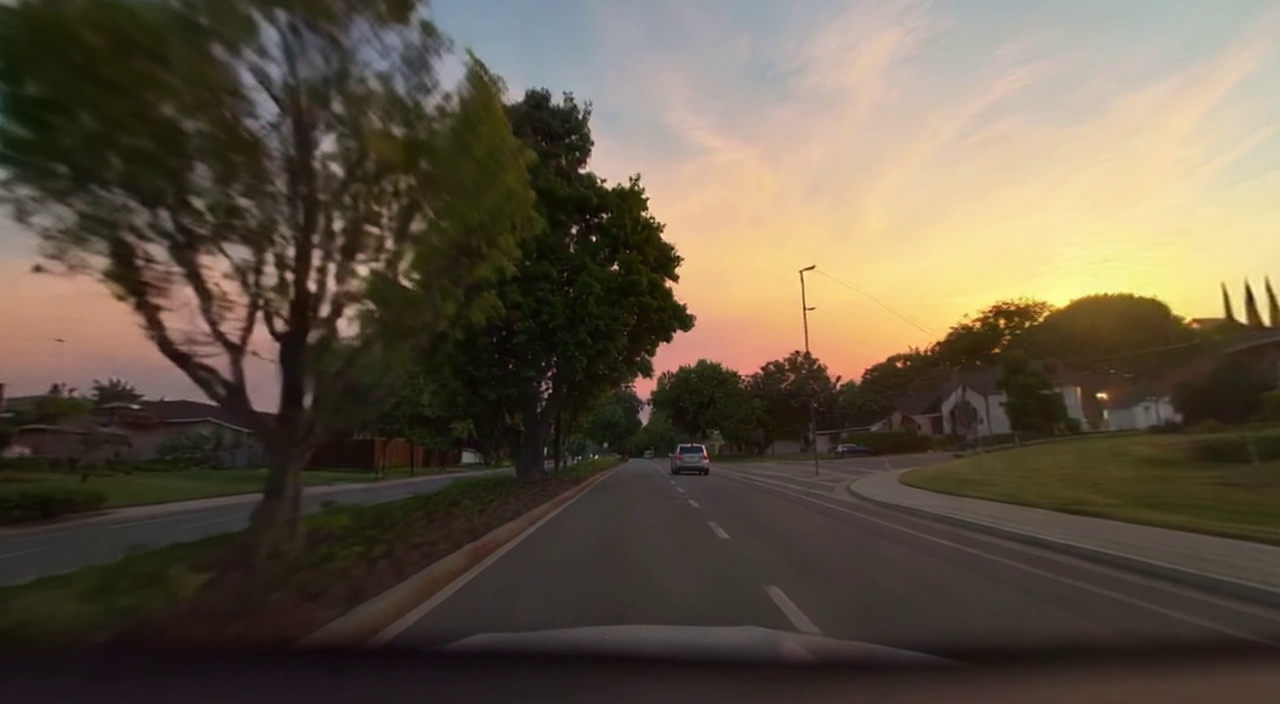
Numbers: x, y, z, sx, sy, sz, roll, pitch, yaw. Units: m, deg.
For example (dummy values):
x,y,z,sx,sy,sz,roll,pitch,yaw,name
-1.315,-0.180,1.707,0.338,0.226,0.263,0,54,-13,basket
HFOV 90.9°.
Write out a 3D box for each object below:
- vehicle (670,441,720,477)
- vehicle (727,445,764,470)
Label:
x,y,z,sx,sy,sz,roll,pitch,yaw,name
2.795,5.627,33.376,2.180,1.773,4.639,0,-9,-1,vehicle
8.246,8.150,48.815,2.269,1.826,5.192,-2,-9,15,vehicle
